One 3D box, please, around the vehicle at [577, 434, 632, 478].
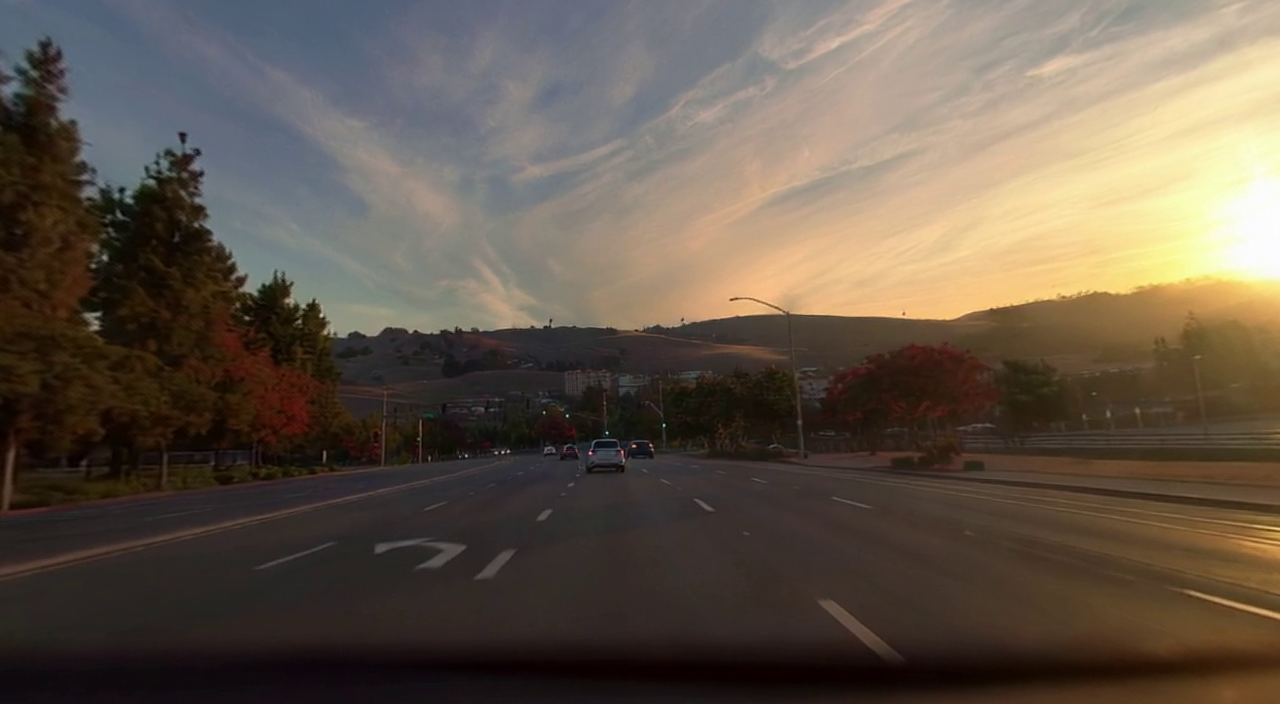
[{"bbox_3d":[-1.633,4.524,27.755,2.253,1.756,4.313,1,-8,-5],"label":"vehicle"}]
